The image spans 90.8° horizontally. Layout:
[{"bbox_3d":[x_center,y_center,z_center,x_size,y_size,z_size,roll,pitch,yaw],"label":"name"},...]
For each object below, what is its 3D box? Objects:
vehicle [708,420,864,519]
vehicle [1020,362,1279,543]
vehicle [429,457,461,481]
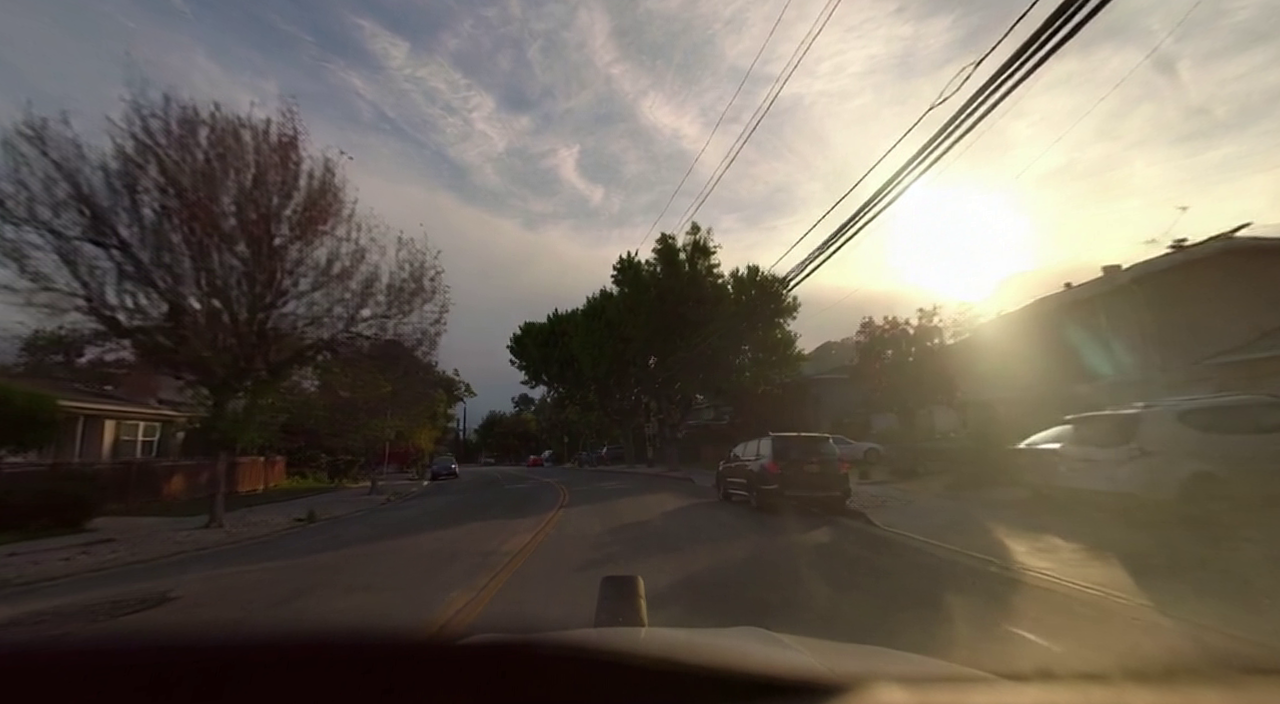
[{"bbox_3d":[3.226,2.722,15.203,2.214,1.962,4.733,1,-9,-5],"label":"vehicle"},{"bbox_3d":[8.942,1.326,9.498,4.801,2.139,2.164,-6,-8,-1],"label":"vehicle"},{"bbox_3d":[-13.440,7.966,43.347,1.902,1.434,4.313,3,-9,-19],"label":"vehicle"}]
